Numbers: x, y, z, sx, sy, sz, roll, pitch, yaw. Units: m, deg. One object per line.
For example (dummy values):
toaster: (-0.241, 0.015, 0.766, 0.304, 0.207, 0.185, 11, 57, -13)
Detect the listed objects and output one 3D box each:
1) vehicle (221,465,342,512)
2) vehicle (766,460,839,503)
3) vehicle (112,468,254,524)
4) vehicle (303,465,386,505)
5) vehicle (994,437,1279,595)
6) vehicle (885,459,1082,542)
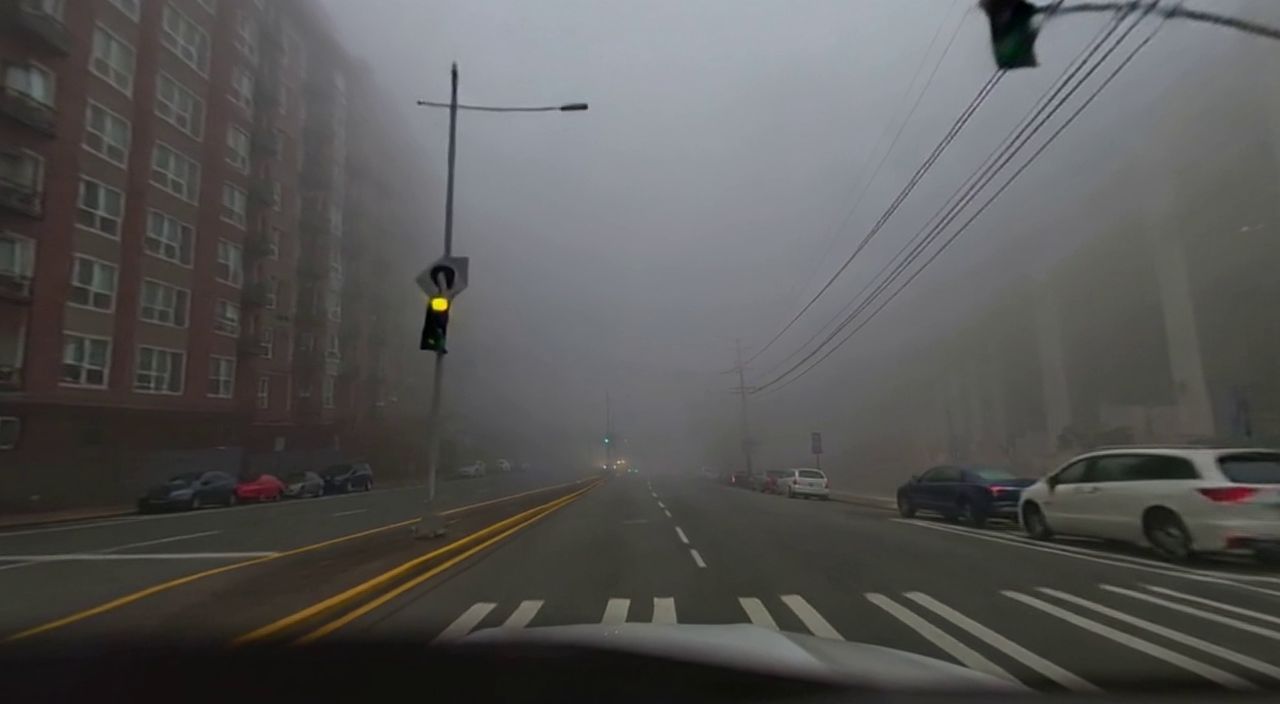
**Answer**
vehicle: (-14.787, 5.640, 26.479, 2.124, 1.626, 4.908, 0, -9, 1)
vehicle: (7.482, 6.017, 29.660, 2.143, 1.731, 4.781, 0, -9, 0)
vehicle: (-14.717, 4.601, 20.630, 1.879, 1.507, 3.745, 0, -9, -2)
vehicle: (-14.712, 6.614, 31.805, 2.107, 1.771, 4.871, 0, -9, -4)
vehicle: (7.531, 2.147, 9.259, 1.996, 1.704, 4.490, 0, -9, -1)
vehicle: (7.617, 3.298, 14.699, 1.941, 1.496, 4.656, 0, -9, 0)
